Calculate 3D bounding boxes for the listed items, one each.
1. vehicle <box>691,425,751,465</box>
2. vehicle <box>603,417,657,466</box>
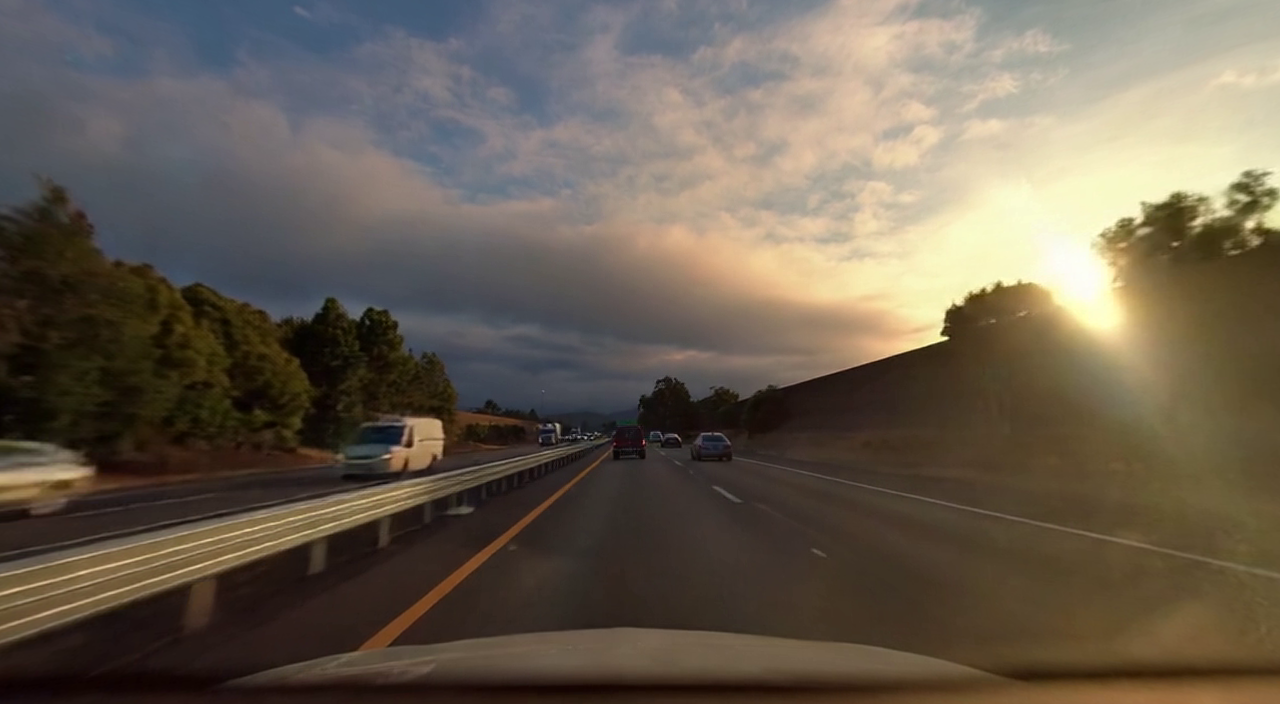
[{"bbox_3d":[3.446,4.071,27.604,1.981,1.606,3.956,0,-8,-2],"label":"vehicle"},{"bbox_3d":[-0.472,4.073,28.901,2.270,2.044,4.633,0,-8,-2],"label":"vehicle"}]
